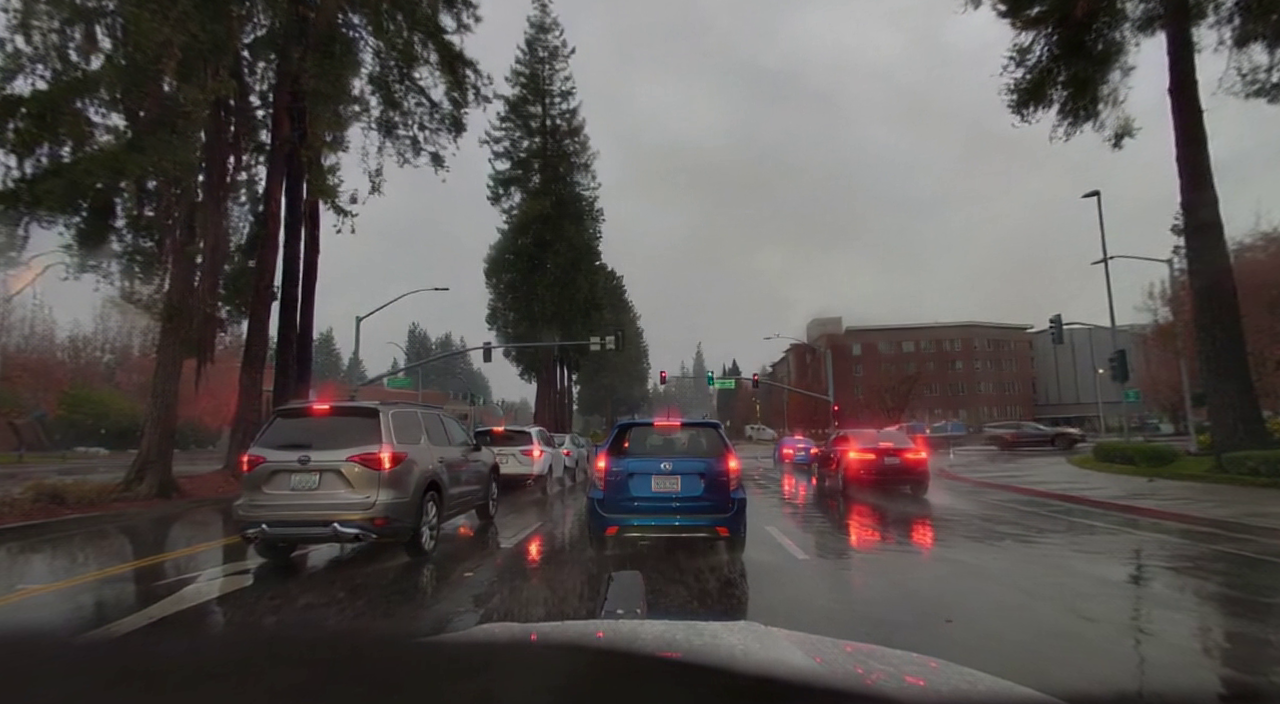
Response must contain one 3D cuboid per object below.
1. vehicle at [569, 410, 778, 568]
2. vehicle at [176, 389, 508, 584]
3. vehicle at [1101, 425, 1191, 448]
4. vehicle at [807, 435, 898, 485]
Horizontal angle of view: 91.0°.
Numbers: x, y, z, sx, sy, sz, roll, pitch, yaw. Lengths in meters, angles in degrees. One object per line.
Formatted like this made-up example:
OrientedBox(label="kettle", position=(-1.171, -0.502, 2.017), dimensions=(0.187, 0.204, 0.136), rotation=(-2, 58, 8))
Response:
OrientedBox(label="vehicle", position=(0.377, 1.750, 8.774), dimensions=(2.189, 1.649, 4.171), rotation=(0, -8, 1))
OrientedBox(label="vehicle", position=(-3.258, 1.579, 8.154), dimensions=(2.085, 1.812, 4.388), rotation=(0, -8, 1))
OrientedBox(label="vehicle", position=(35.818, 6.037, 44.712), dimensions=(4.632, 1.580, 1.801), rotation=(-5, -10, 31))
OrientedBox(label="vehicle", position=(7.359, 3.768, 22.280), dimensions=(2.067, 1.599, 4.251), rotation=(-1, -8, 5))
